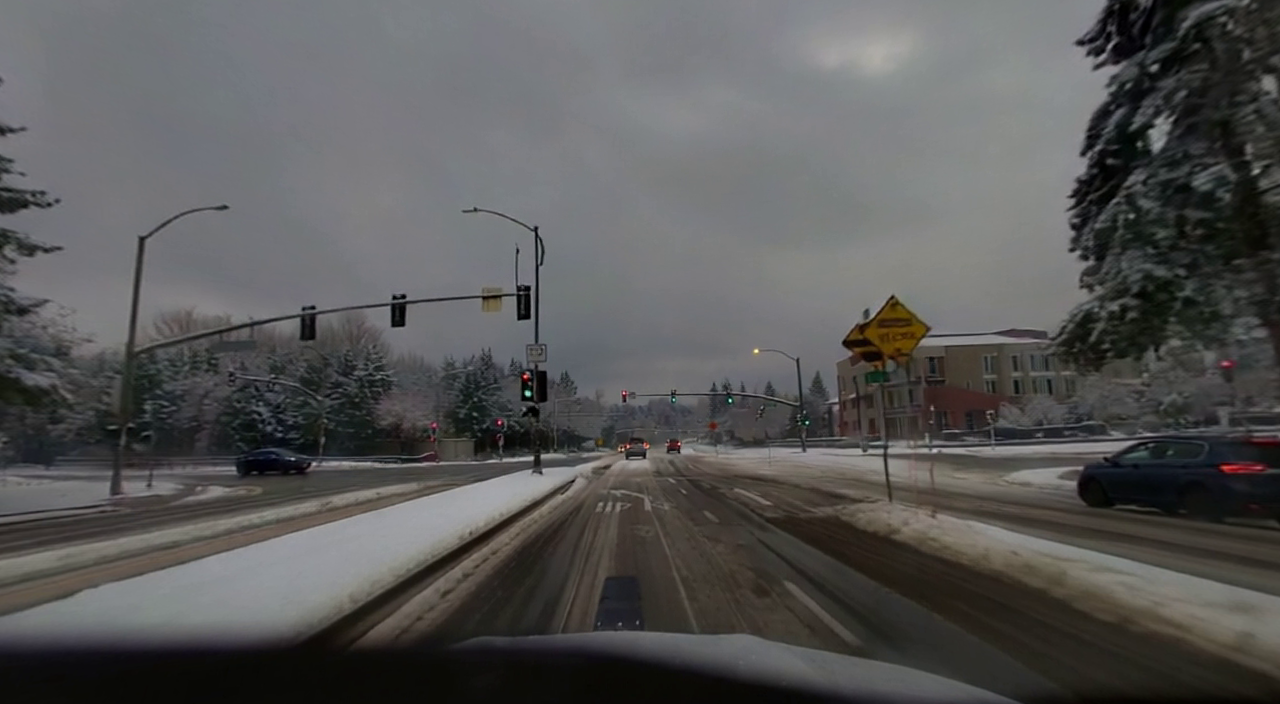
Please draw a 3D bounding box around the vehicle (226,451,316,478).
[{"bbox_3d":[-24.925,7.592,42.809,4.706,1.734,2.253,-1,-9,5],"label":"vehicle"}]

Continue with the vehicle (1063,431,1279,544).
[{"bbox_3d":[9.540,2.116,10.446,1.933,1.500,4.458,0,-9,-1],"label":"vehicle"}]
